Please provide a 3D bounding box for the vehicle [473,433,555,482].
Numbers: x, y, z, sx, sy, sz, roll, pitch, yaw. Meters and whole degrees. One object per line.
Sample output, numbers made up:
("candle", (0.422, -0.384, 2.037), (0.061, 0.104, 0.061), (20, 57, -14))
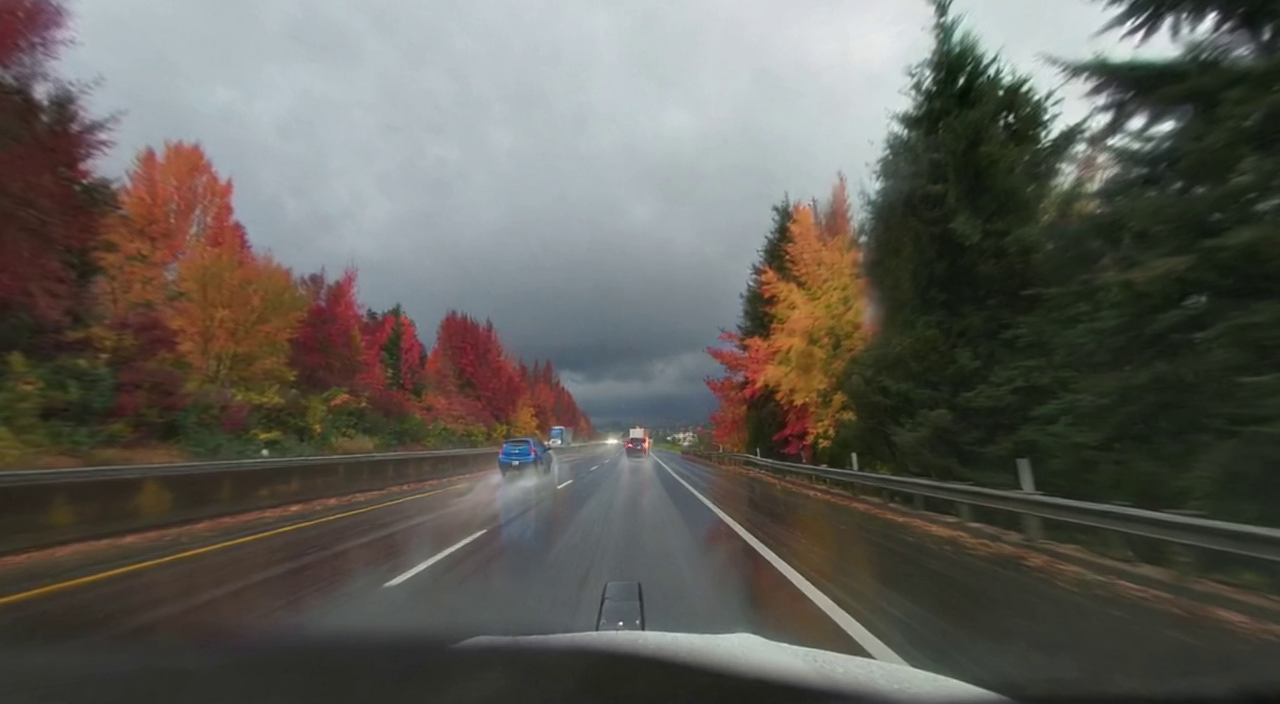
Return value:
("vehicle", (-4.332, 3.712, 22.376), (2.002, 1.553, 4.247), (0, -8, 1))
